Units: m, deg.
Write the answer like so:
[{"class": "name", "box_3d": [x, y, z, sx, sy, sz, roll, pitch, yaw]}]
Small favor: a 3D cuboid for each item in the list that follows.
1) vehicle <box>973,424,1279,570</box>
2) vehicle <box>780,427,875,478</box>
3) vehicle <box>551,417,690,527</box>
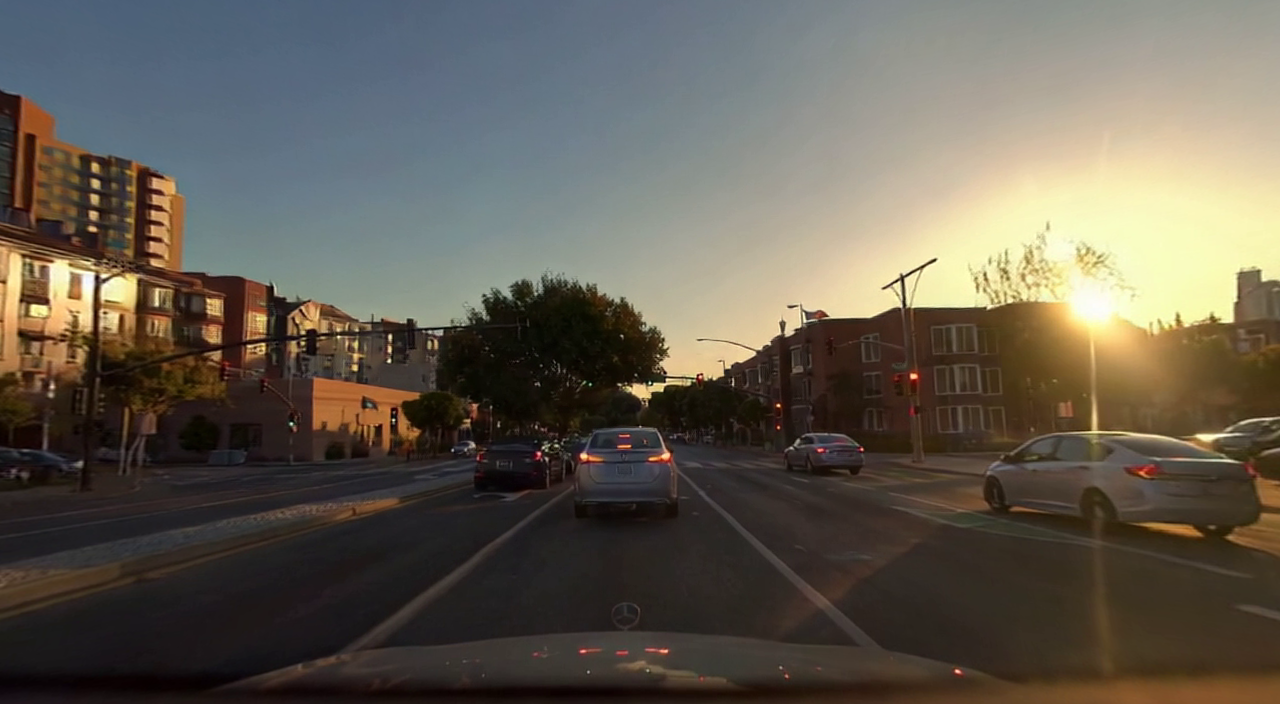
[{"class": "vehicle", "box_3d": [6.447, 1.736, 8.355, 1.768, 1.417, 4.213, 0, -9, 0]}, {"class": "vehicle", "box_3d": [6.474, 3.549, 22.383, 1.963, 1.611, 4.359, 0, -9, -1]}, {"class": "vehicle", "box_3d": [-0.303, 2.060, 11.304, 2.032, 1.593, 3.896, 0, -9, 0]}]
